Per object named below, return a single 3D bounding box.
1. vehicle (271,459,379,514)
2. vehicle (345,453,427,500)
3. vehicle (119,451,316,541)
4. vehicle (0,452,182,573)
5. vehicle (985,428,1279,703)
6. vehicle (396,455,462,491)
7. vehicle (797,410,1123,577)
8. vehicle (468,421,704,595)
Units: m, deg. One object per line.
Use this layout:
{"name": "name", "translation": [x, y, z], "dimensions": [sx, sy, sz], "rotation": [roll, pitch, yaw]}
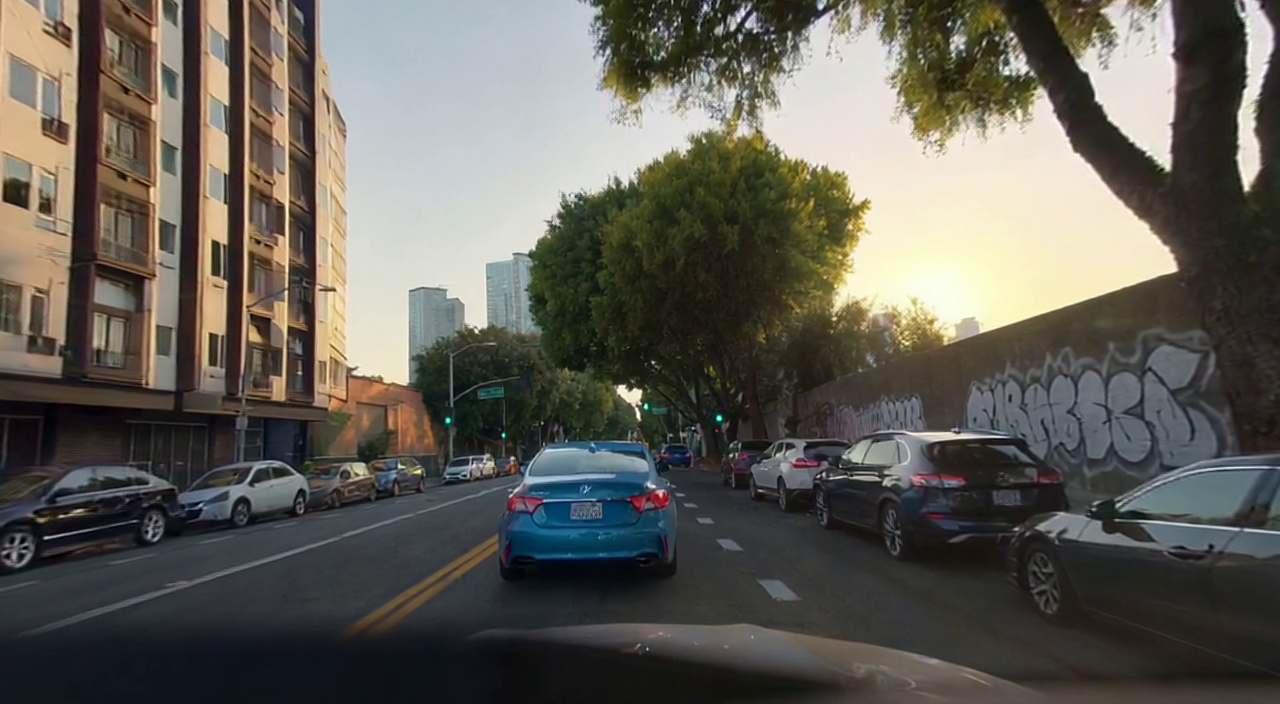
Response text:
{"name": "vehicle", "translation": [-11.018, 4.680, 22.452], "dimensions": [1.741, 1.506, 4.370], "rotation": [-5, -8, -2]}
{"name": "vehicle", "translation": [-11.031, 5.398, 27.739], "dimensions": [1.822, 1.639, 4.144], "rotation": [-6, -8, 0]}
{"name": "vehicle", "translation": [-10.893, 3.662, 16.785], "dimensions": [2.276, 1.741, 4.439], "rotation": [-6, -8, -1]}
{"name": "vehicle", "translation": [-10.859, 2.834, 11.264], "dimensions": [1.988, 1.781, 4.827], "rotation": [-7, -8, -4]}
{"name": "vehicle", "translation": [4.241, 1.272, 3.634], "dimensions": [1.955, 1.535, 4.266], "rotation": [3, -9, -3]}
{"name": "vehicle", "translation": [-11.102, 6.367, 33.641], "dimensions": [1.931, 1.499, 4.645], "rotation": [-6, -8, -2]}
{"name": "vehicle", "translation": [4.203, 1.948, 9.667], "dimensions": [2.097, 1.811, 5.230], "rotation": [0, -8, -2]}
{"name": "vehicle", "translation": [-0.505, 1.760, 8.056], "dimensions": [2.166, 1.579, 4.300], "rotation": [0, -8, 0]}
